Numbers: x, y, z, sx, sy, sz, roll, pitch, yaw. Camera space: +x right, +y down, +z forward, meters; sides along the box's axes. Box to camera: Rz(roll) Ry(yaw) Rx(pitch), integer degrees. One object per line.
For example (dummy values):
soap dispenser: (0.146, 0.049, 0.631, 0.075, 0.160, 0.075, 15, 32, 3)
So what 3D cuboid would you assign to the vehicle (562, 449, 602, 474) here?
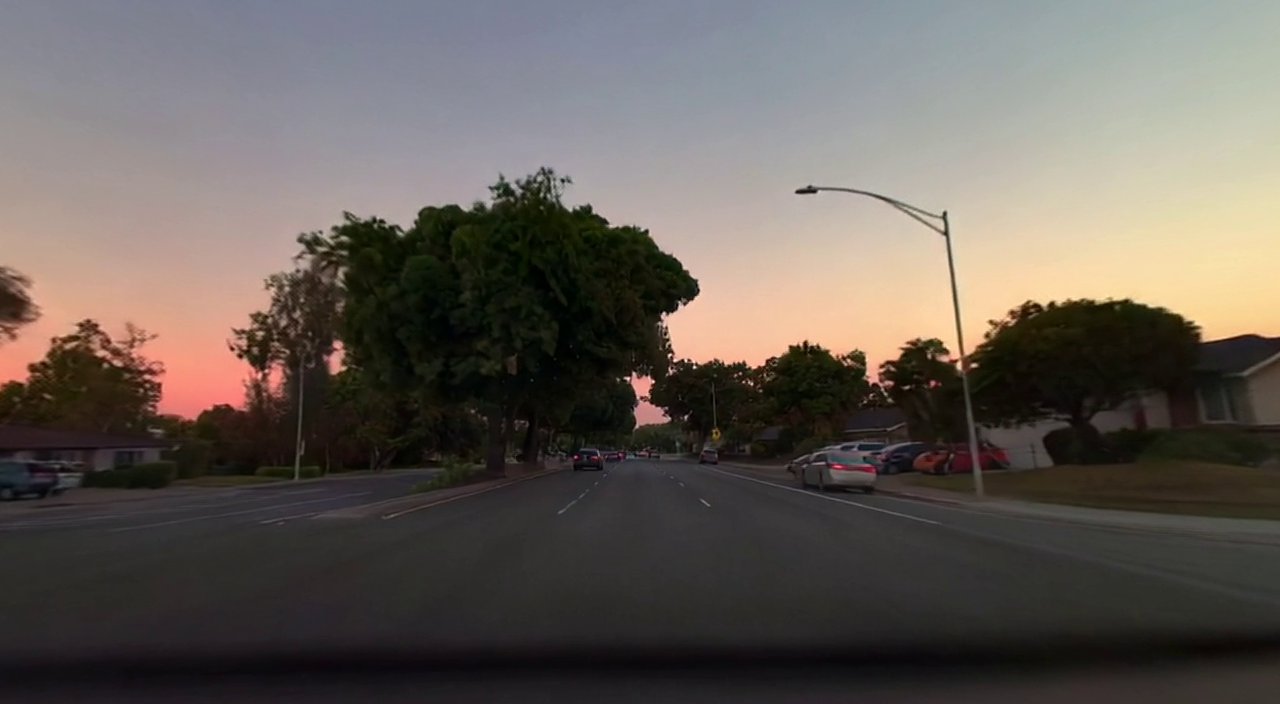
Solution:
vehicle: (-3.693, 7.092, 41.168, 2.263, 1.548, 4.555, 0, -8, -1)

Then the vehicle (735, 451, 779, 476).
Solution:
vehicle: (7.600, 7.305, 41.506, 1.929, 1.482, 4.873, 0, -8, 0)

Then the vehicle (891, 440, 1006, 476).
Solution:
vehicle: (15.469, 5.334, 31.890, 4.748, 1.608, 1.929, -2, -9, 1)

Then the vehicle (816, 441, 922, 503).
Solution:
vehicle: (7.709, 4.093, 21.695, 2.006, 1.758, 4.311, 5, -10, 0)

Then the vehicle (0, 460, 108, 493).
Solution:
vehicle: (-30.047, 6.372, 32.546, 1.803, 1.453, 4.109, 0, -8, -2)
